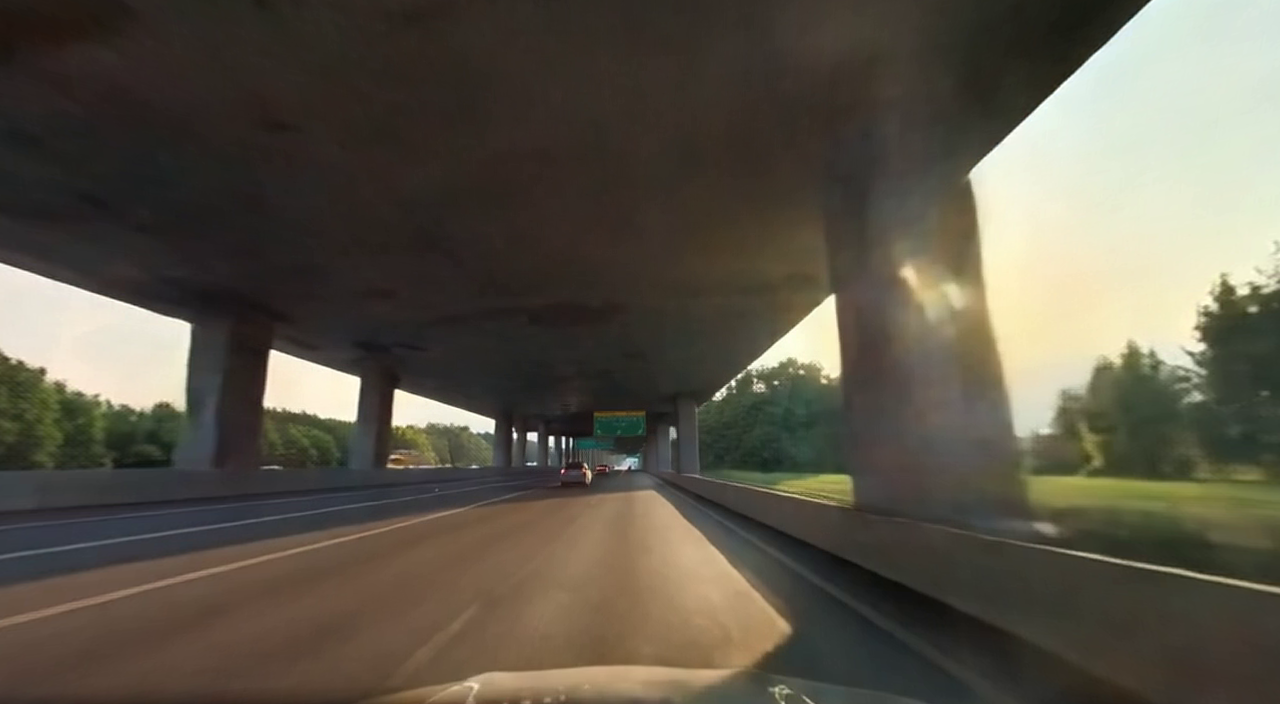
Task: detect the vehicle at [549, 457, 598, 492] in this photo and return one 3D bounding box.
[{"bbox_3d":[-3.351,6.343,32.606,2.092,1.642,3.895,1,-11,0],"label":"vehicle"}]
